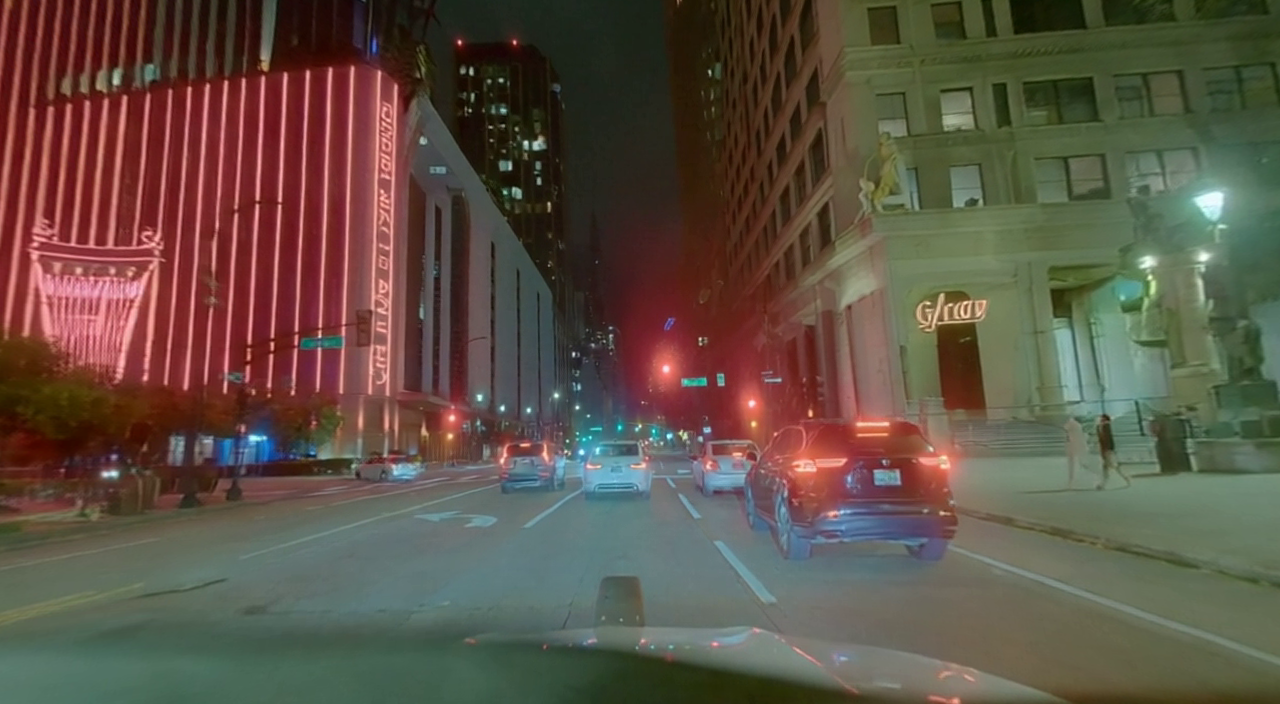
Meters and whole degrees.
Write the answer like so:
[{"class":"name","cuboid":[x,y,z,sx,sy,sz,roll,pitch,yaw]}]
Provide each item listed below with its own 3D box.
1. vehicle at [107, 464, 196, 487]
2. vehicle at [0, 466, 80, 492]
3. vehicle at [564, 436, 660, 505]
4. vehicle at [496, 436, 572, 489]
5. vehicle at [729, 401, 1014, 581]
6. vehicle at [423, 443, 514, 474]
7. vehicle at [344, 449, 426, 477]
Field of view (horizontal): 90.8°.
[{"class":"vehicle","cuboid":[-32.359,8.172,41.925,4.392,1.427,1.764,0,-9,-1]},{"class":"vehicle","cuboid":[-40.214,8.427,41.961,4.224,1.622,1.808,0,-9,-1]},{"class":"vehicle","cuboid":[-0.642,2.918,16.000,2.096,1.492,4.071,0,-8,-1]},{"class":"vehicle","cuboid":[-3.611,3.847,22.408,2.045,1.633,4.864,0,-8,-2]},{"class":"vehicle","cuboid":[2.611,1.703,8.541,2.096,1.775,4.440,0,-8,-1]},{"class":"vehicle","cuboid":[-10.238,6.325,37.746,4.855,1.769,2.071,4,-9,-26]},{"class":"vehicle","cuboid":[-16.935,7.372,42.187,1.953,1.752,4.612,-7,-11,39]}]
